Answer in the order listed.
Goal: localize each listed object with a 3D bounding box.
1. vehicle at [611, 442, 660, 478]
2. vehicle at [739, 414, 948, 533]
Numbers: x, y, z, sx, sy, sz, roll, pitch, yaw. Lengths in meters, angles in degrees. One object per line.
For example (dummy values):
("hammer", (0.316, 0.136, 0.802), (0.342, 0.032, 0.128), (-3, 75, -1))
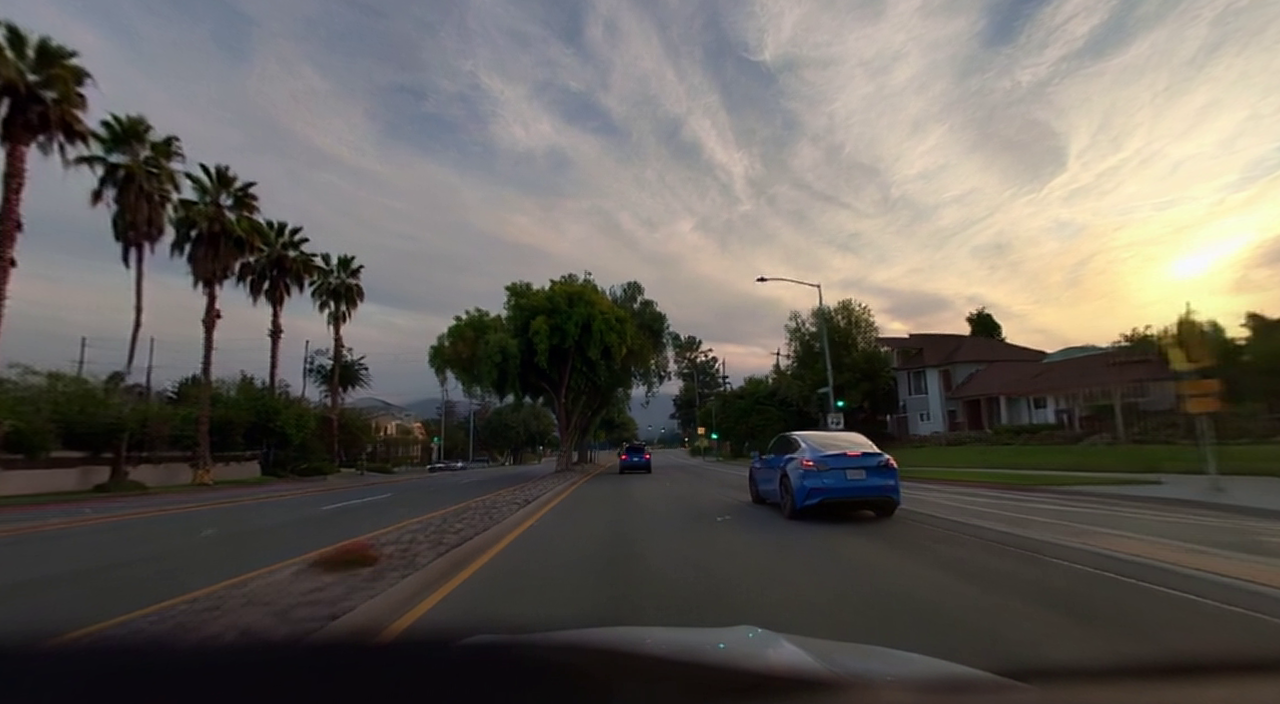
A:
("vehicle", (-0.283, 5.488, 32.375), (2.341, 1.709, 4.466), (0, -9, -1))
("vehicle", (3.540, 2.251, 12.351), (2.205, 1.803, 5.135), (0, -9, -2))
